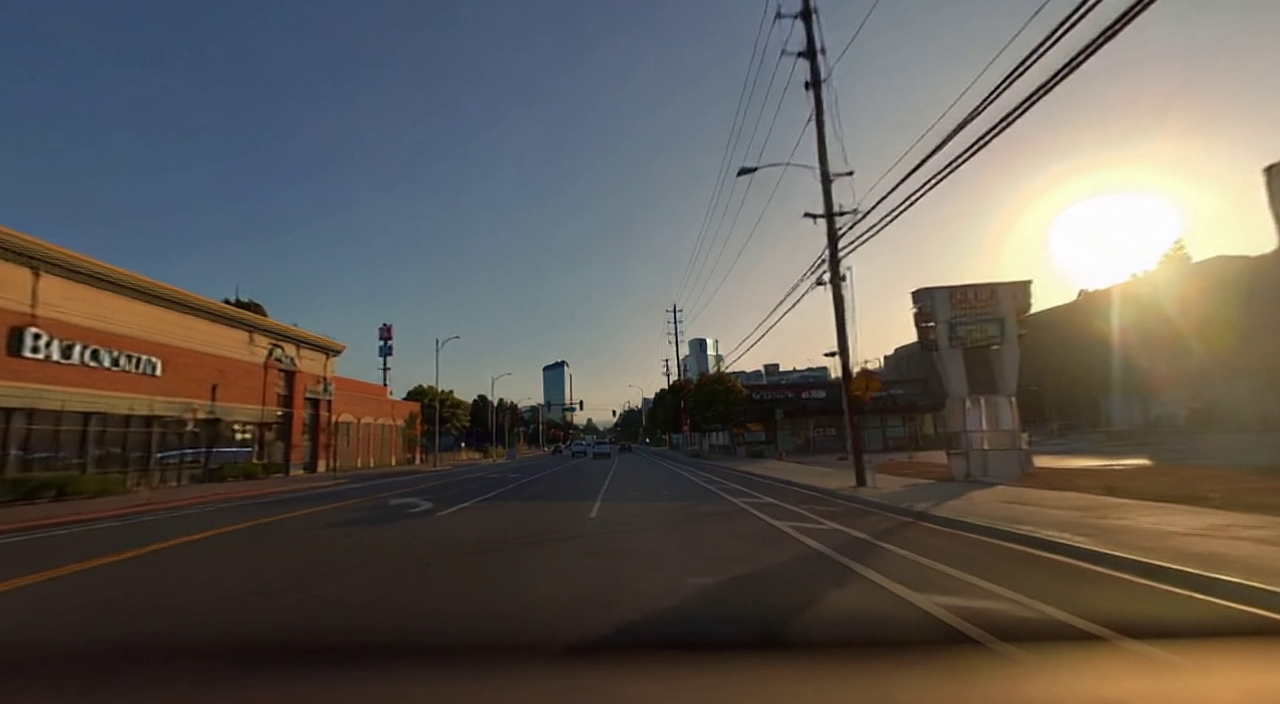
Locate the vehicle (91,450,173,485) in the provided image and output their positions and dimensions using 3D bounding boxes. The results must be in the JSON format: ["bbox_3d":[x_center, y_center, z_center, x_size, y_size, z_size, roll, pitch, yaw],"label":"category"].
[{"bbox_3d":[-28.313,6.357,35.064,4.811,1.756,2.070,-6,-10,34],"label":"vehicle"}]
